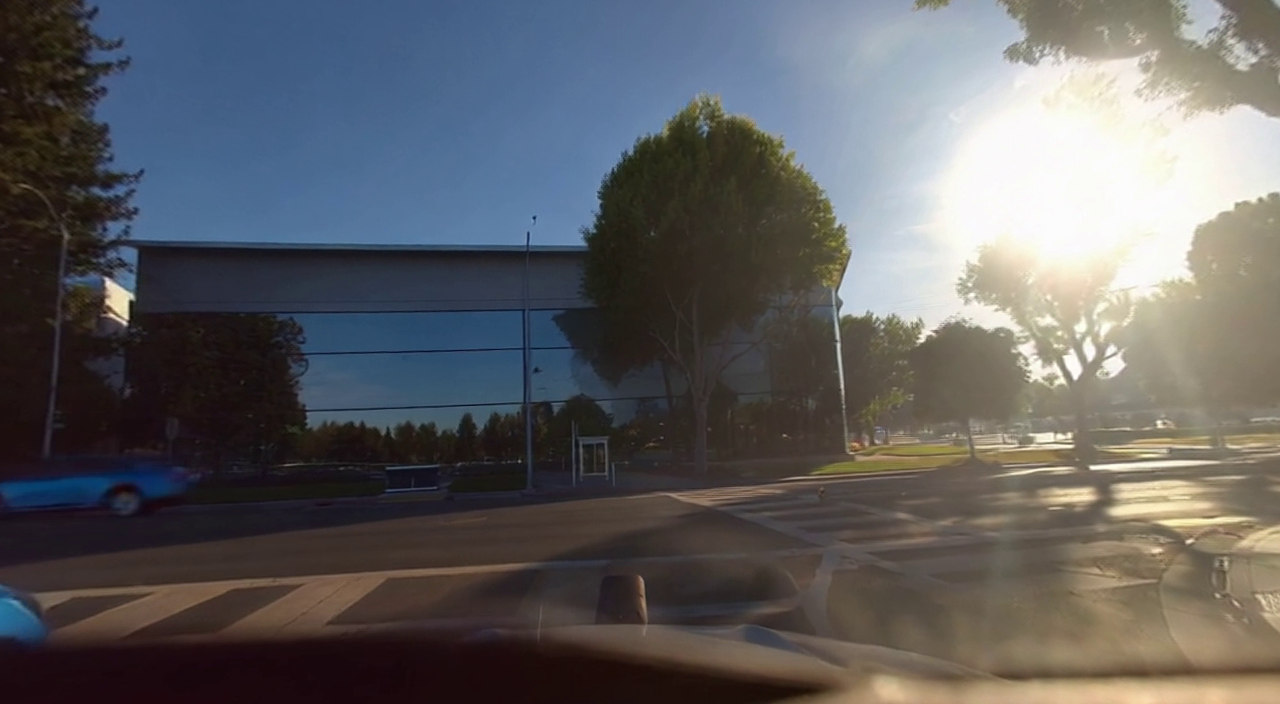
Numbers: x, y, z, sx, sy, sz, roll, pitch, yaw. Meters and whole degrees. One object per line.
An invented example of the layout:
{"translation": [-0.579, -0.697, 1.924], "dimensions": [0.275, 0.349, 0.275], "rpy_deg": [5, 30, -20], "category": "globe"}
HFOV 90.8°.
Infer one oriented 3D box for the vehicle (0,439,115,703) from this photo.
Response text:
{"translation": [-3.402, 0.808, 0.814], "dimensions": [2.069, 1.413, 5.006], "rpy_deg": [2, -9, -13], "category": "vehicle"}
